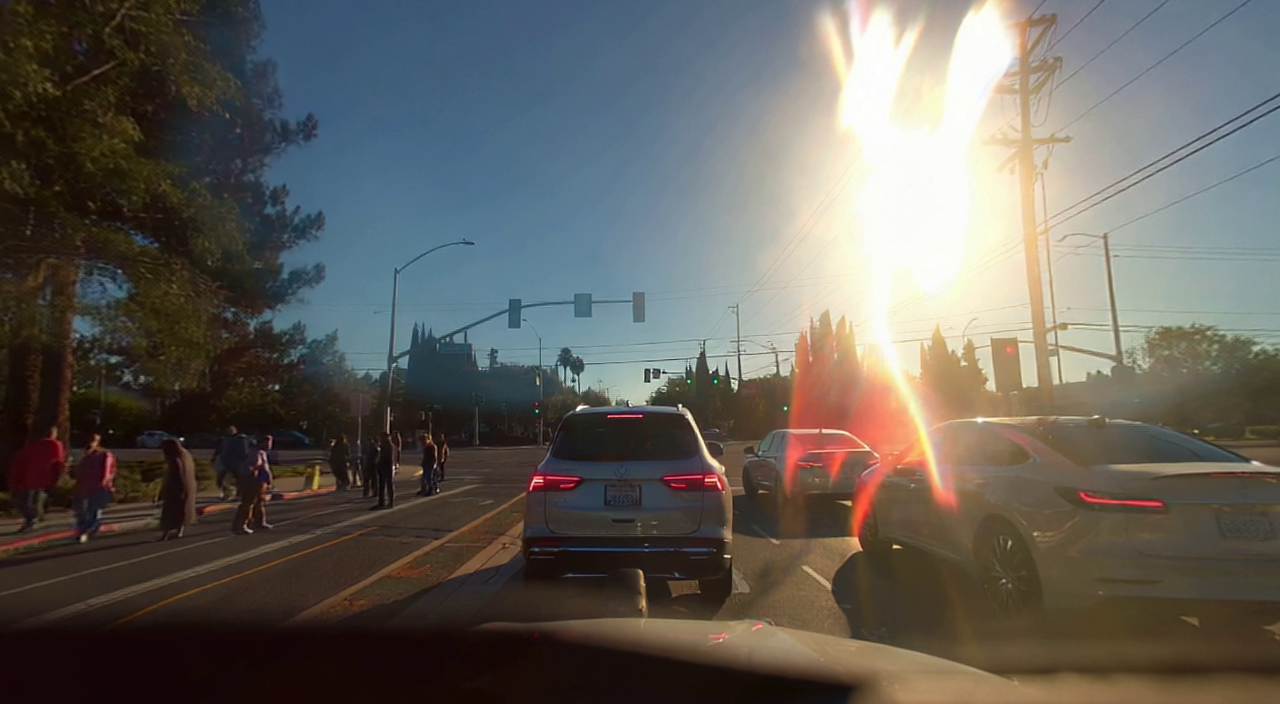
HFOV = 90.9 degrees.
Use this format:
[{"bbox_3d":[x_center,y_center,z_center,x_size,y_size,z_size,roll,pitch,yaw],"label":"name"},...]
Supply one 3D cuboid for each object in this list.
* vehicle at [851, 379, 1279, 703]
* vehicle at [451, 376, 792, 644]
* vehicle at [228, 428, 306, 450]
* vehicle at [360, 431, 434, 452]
[{"bbox_3d":[3.537,1.300,5.466,1.948,1.677,4.437,0,-8,1],"label":"vehicle"},{"bbox_3d":[-0.174,1.374,6.533,2.271,1.786,4.443,0,-8,-1],"label":"vehicle"},{"bbox_3d":[-27.842,6.520,47.200,4.587,1.639,1.878,0,-8,0],"label":"vehicle"},{"bbox_3d":[-17.797,6.554,46.353,4.607,1.478,1.995,0,-8,0],"label":"vehicle"}]
